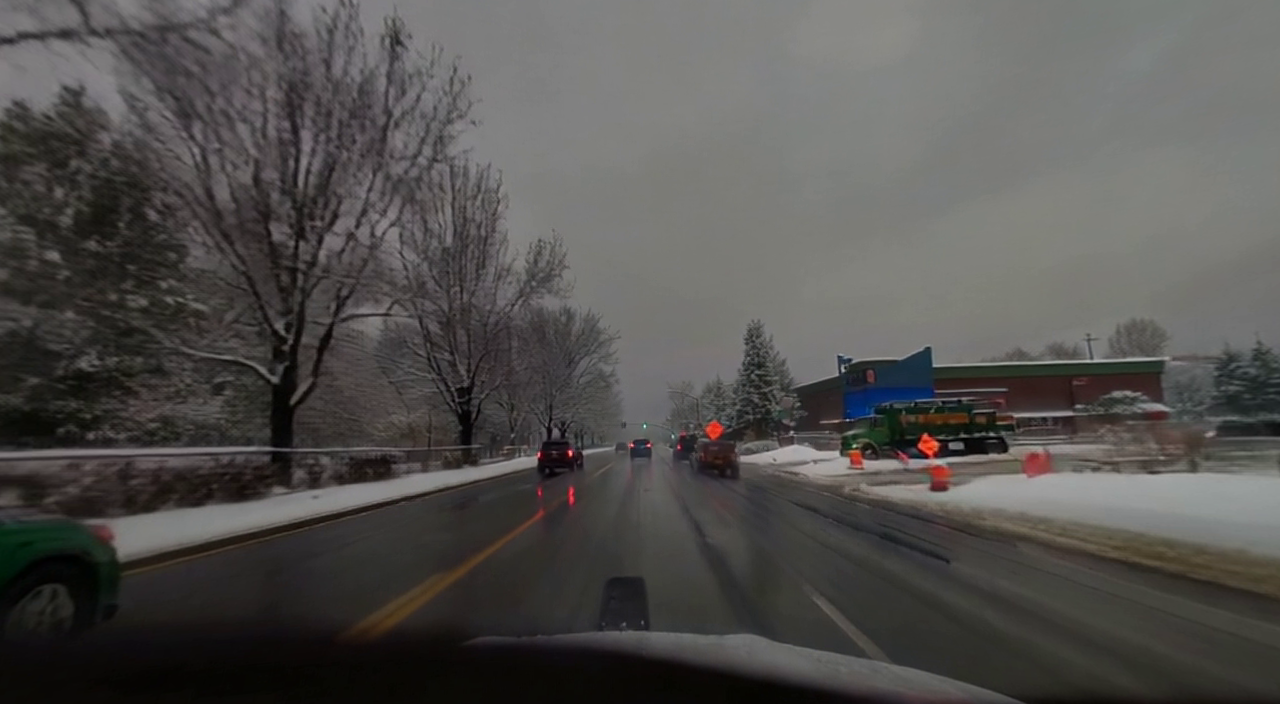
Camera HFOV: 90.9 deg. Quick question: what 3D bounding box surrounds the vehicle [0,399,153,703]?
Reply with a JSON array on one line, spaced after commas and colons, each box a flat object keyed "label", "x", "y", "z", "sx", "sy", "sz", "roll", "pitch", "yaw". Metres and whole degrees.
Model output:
[{"label": "vehicle", "x": -4.045, "y": 0.856, "z": 2.060, "sx": 1.856, "sy": 1.540, "sz": 3.733, "roll": 0, "pitch": -8, "yaw": 1}]

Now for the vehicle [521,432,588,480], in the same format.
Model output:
[{"label": "vehicle", "x": -3.200, "y": 3.996, "z": 24.400, "sx": 2.038, "sy": 1.682, "sz": 4.399, "roll": 0, "pitch": -8, "yaw": -1}]

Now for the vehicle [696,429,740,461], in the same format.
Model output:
[{"label": "vehicle", "x": 5.759, "y": 7.011, "z": 47.654, "sx": 2.653, "sy": 2.231, "sz": 6.793, "roll": 0, "pitch": -8, "yaw": 1}]

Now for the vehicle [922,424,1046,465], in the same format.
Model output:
[{"label": "vehicle", "x": 15.752, "y": 4.274, "z": 29.100, "sx": 1.874, "sy": 1.694, "sz": 4.535, "roll": 7, "pitch": -11, "yaw": -38}]

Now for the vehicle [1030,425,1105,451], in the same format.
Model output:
[{"label": "vehicle", "x": 29.281, "y": 5.933, "z": 43.380, "sx": 1.865, "sy": 1.679, "sz": 4.654, "roll": 0, "pitch": -8, "yaw": 0}]

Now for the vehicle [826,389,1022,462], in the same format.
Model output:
[{"label": "vehicle", "x": 15.002, "y": 3.958, "z": 33.779, "sx": 8.949, "sy": 3.673, "sz": 3.044, "roll": 0, "pitch": -8, "yaw": -2}]
